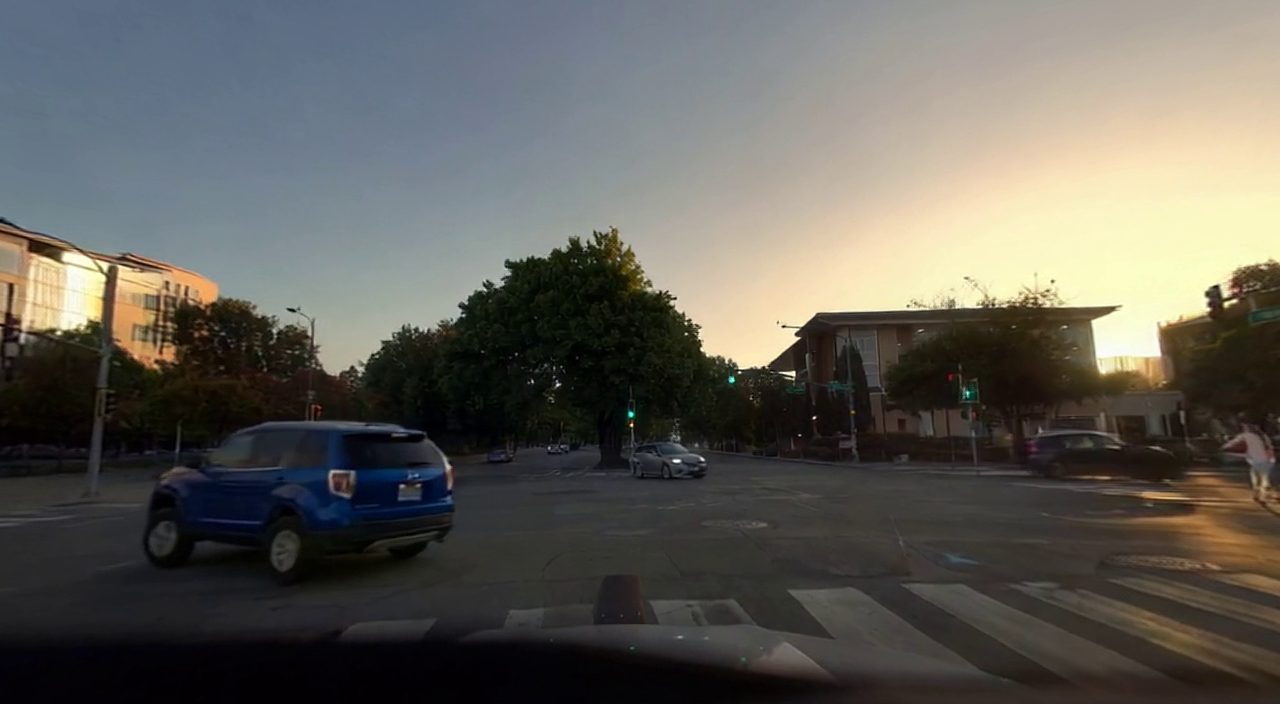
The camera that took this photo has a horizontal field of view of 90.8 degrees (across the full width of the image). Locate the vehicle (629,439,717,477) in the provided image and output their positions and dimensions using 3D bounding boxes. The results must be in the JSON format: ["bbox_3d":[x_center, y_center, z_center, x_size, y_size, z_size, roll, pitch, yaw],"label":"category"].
[{"bbox_3d":[1.520,5.176,31.156,1.998,1.674,4.652,5,-10,-33],"label":"vehicle"}]

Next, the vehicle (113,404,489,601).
[{"bbox_3d":[-4.157,1.675,7.789,4.038,1.807,2.085,-5,-10,28],"label":"vehicle"}]

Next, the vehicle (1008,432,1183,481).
[{"bbox_3d":[16.188,3.749,22.767,4.529,1.604,2.130,-3,-9,16],"label":"vehicle"}]

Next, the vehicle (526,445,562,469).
[{"bbox_3d":[-6.823,7.496,45.359,2.034,1.663,4.025,0,-8,-1],"label":"vehicle"}]
